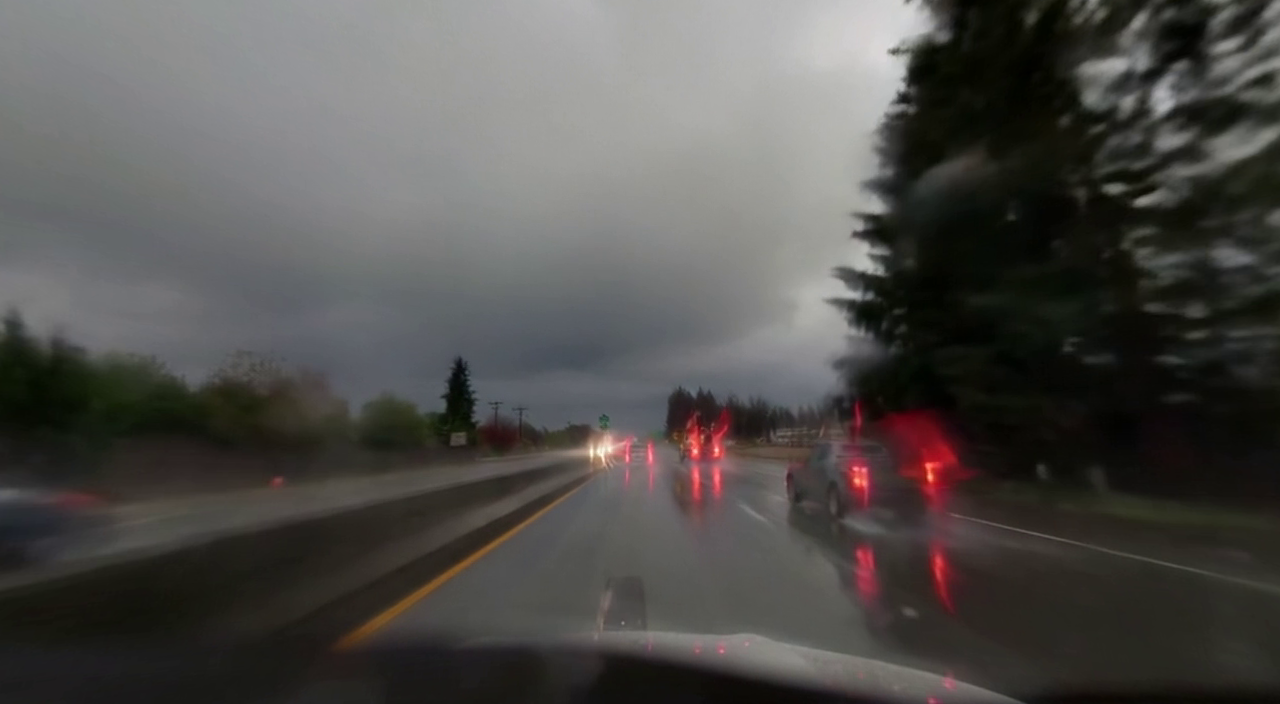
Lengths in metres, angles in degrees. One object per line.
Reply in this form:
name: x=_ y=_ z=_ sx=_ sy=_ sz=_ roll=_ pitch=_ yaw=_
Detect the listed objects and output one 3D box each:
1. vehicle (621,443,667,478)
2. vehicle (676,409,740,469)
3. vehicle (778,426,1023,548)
vehicle: x=0.152 y=5.165 z=30.282 sx=2.045 sy=1.527 sz=4.023 roll=0 pitch=-9 yaw=-1
vehicle: x=4.247 y=5.783 z=41.483 sx=3.089 sy=3.568 sz=8.101 roll=0 pitch=-9 yaw=-1
vehicle: x=3.748 y=2.024 z=10.022 sx=2.168 sy=1.529 sz=3.883 roll=0 pitch=-9 yaw=-1
